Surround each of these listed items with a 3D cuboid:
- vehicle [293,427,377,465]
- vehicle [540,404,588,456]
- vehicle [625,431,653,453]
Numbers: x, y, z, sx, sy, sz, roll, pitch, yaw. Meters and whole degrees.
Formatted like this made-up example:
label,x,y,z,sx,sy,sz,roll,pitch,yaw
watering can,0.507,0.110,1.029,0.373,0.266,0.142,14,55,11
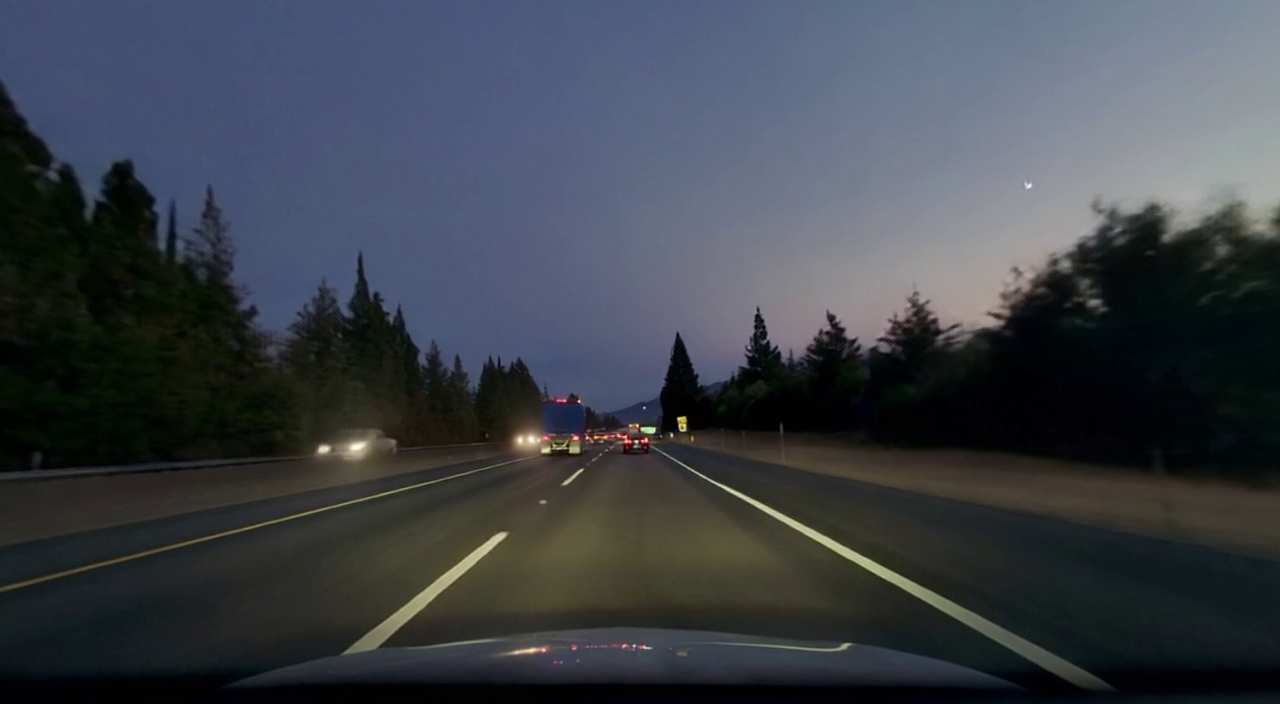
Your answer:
label,x,y,z,sx,sy,sz,roll,pitch,yaw
vehicle,-17.009,5.252,35.426,2.321,2.002,4.830,0,-8,-1
vehicle,-4.846,5.148,41.230,2.450,3.098,6.965,0,-8,-1
vehicle,-0.104,6.610,46.269,1.988,1.472,3.716,0,-8,-2
